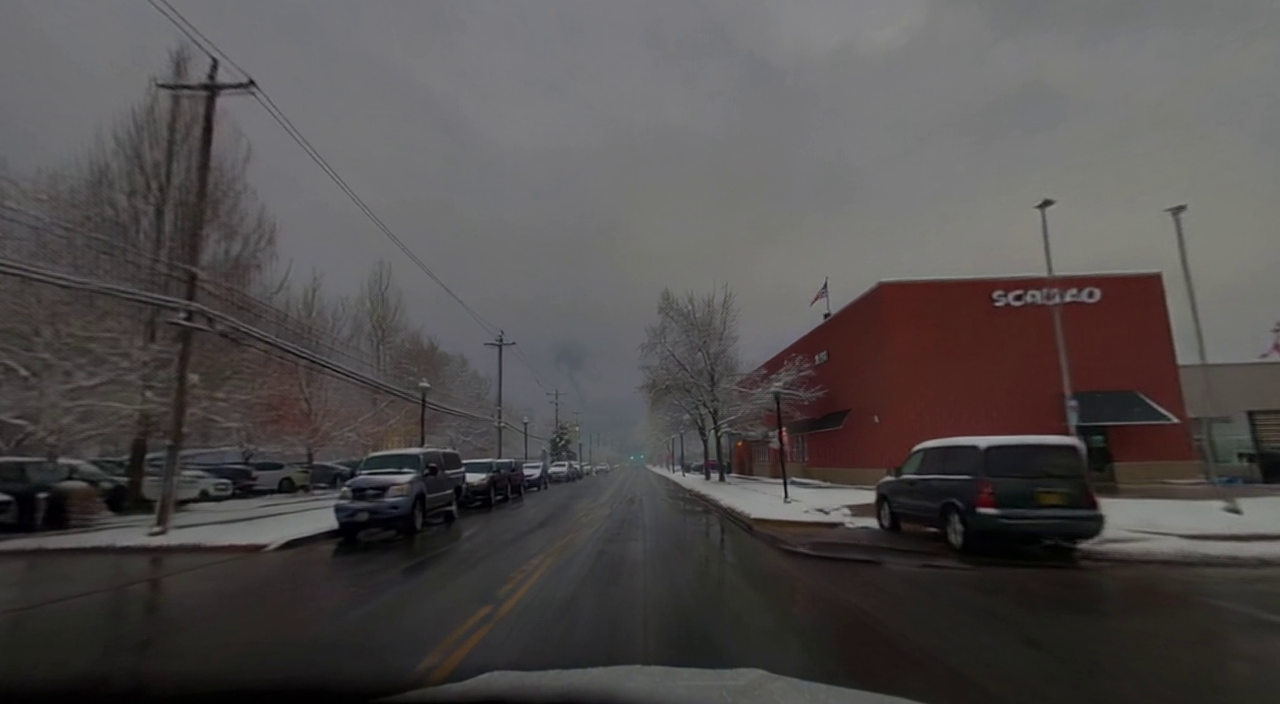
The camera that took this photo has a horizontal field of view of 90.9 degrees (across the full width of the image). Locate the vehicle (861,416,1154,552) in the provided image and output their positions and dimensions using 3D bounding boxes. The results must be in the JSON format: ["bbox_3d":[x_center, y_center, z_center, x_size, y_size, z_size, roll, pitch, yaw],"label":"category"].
[{"bbox_3d":[5.717,2.171,10.755,2.054,1.779,4.650,1,-10,-2],"label":"vehicle"}]

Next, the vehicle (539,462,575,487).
[{"bbox_3d":[-5.651,8.429,43.542,1.832,1.623,4.424,0,-10,0],"label":"vehicle"}]

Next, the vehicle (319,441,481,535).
[{"bbox_3d":[-5.871,3.437,16.400,2.196,2.001,5.548,1,-10,-2],"label":"vehicle"}]

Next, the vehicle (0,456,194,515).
[{"bbox_3d":[-16.606,4.042,19.259,4.368,1.645,1.950,0,-10,1],"label":"vehicle"}]
